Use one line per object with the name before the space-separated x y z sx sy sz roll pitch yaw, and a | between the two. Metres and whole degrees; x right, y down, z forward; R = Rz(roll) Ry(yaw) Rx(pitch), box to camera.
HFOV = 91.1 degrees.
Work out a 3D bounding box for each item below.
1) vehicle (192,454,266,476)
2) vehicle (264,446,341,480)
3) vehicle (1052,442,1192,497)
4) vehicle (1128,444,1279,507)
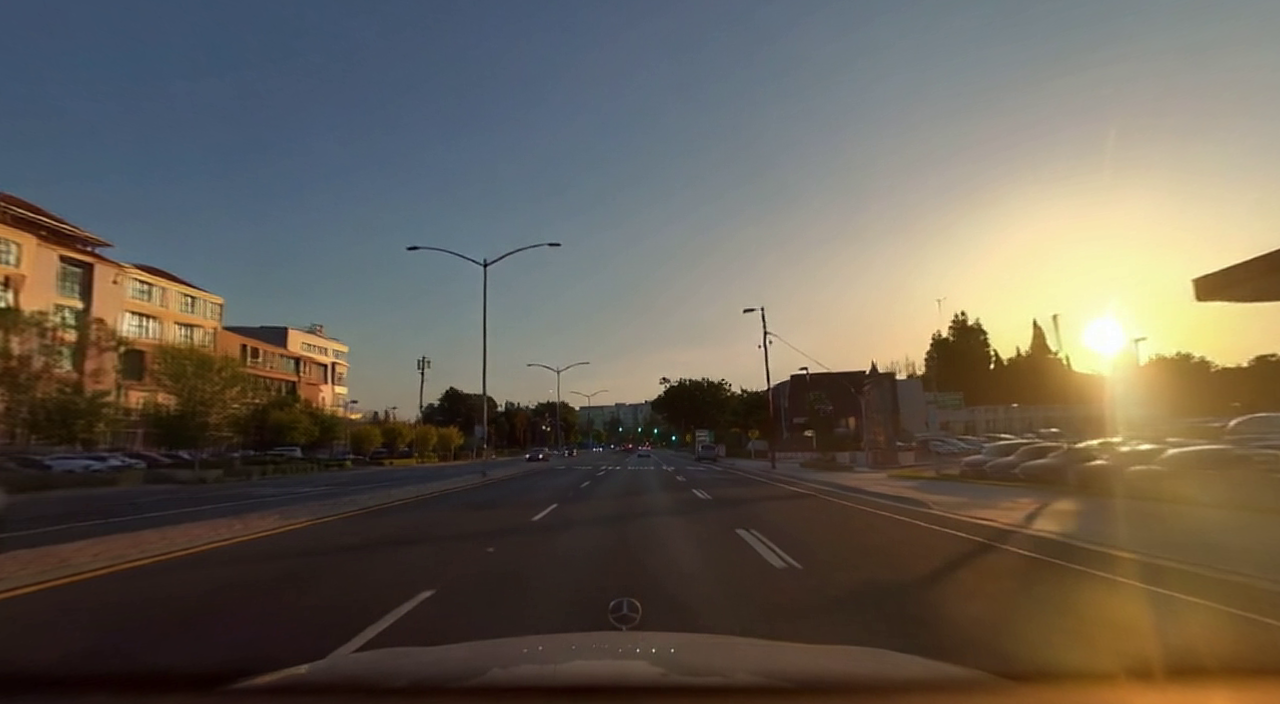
vehicle | -30.645 8.403 46.888 4.400 1.524 1.849 6 -11 -37
vehicle | -19.945 6.554 37.338 2.043 1.827 4.547 0 -9 0
vehicle | 16.213 3.875 21.109 4.222 1.669 2.050 5 -10 -28
vehicle | 16.571 3.464 18.116 4.313 1.584 2.282 5 -10 -29
